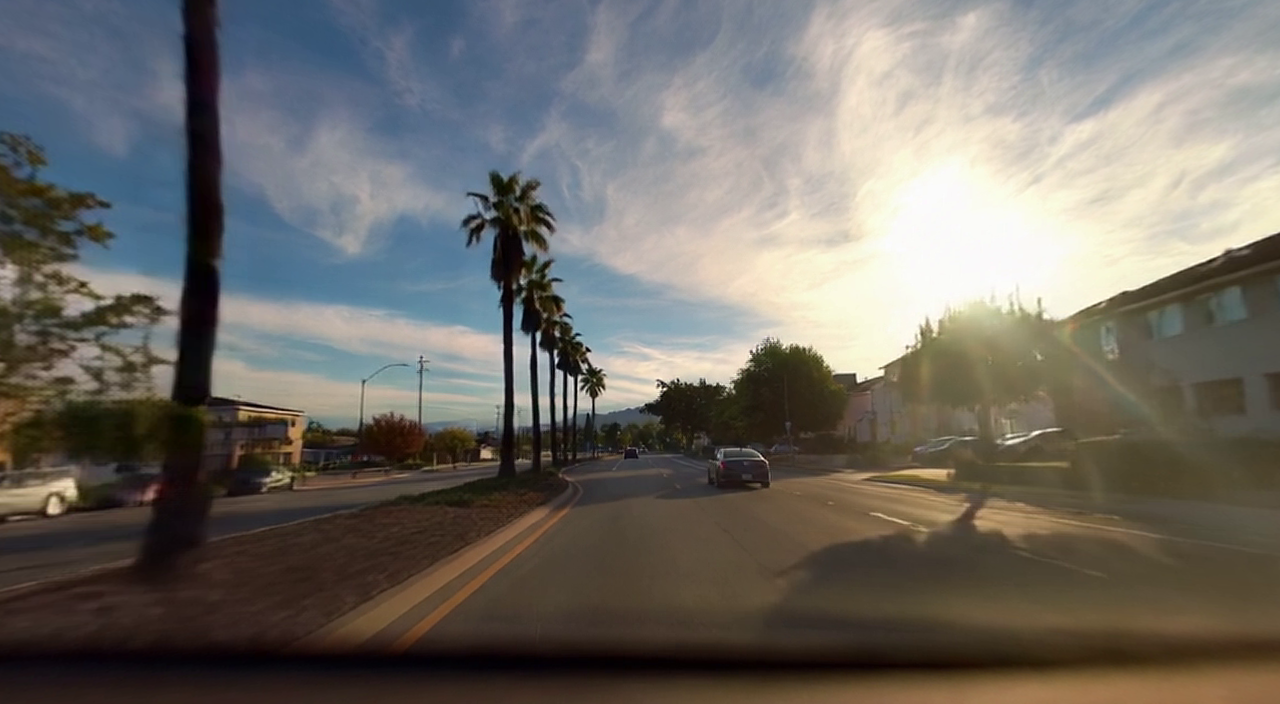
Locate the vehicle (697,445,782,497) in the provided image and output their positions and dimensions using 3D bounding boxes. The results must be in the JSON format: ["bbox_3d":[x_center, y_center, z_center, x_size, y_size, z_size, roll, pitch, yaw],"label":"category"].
[{"bbox_3d":[3.088,3.819,20.640,1.989,1.492,4.689,0,-9,0],"label":"vehicle"}]

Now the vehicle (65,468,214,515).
[{"bbox_3d":[-19.141,5.344,24.547,1.836,1.476,4.950,0,-9,-1],"label":"vehicle"}]

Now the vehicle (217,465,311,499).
[{"bbox_3d":[-19.167,6.600,32.466,1.897,1.482,4.707,0,-9,0],"label":"vehicle"}]
